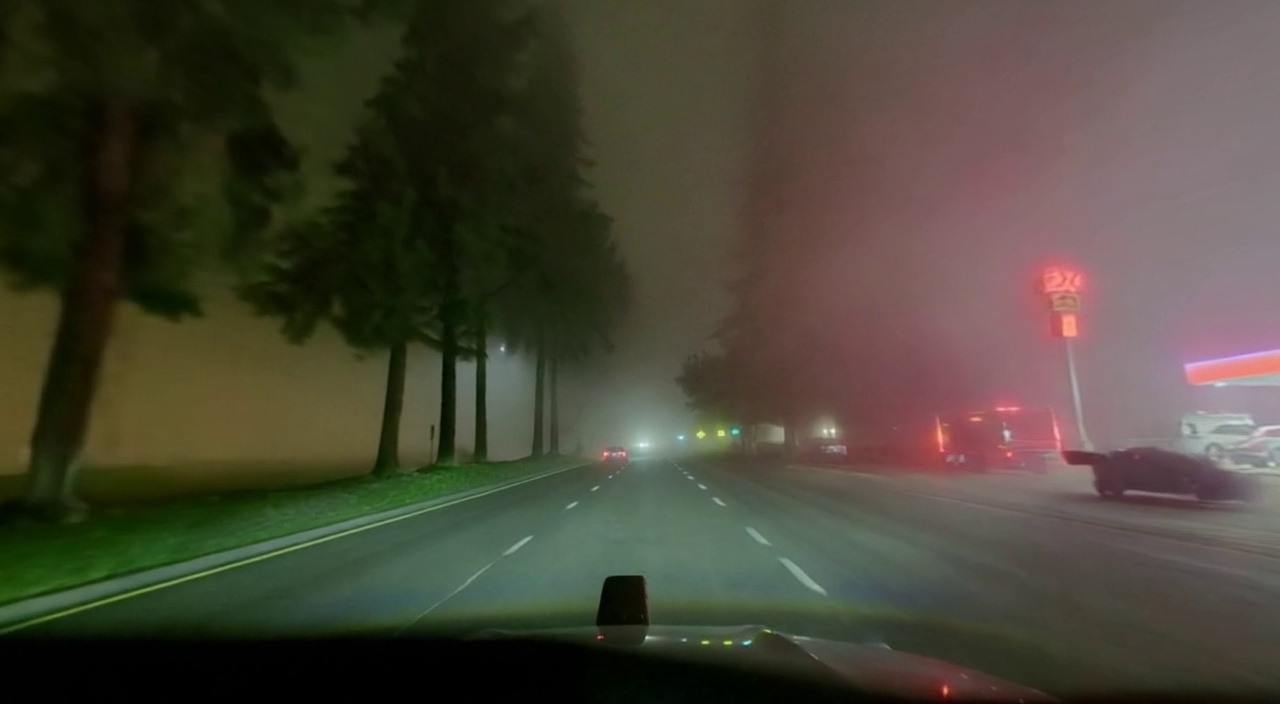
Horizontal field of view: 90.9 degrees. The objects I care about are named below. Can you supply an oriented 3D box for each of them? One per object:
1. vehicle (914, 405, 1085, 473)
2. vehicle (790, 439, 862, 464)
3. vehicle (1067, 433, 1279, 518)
[{"bbox_3d":[15.225,3.728,26.999,5.820,2.752,2.234,0,-8,-1],"label":"vehicle"},{"bbox_3d":[12.918,6.903,43.811,4.359,1.656,1.894,2,-9,-13],"label":"vehicle"},{"bbox_3d":[11.656,2.528,13.512,1.967,1.500,4.353,-1,-8,1],"label":"vehicle"}]
